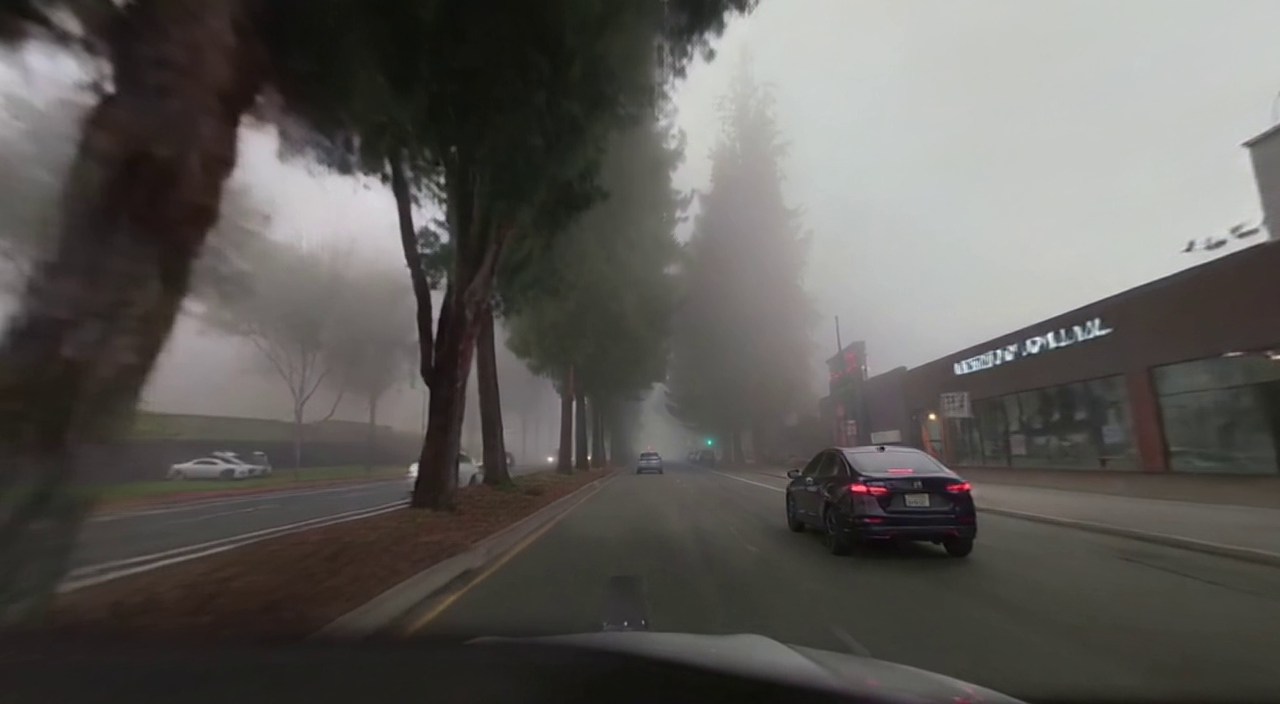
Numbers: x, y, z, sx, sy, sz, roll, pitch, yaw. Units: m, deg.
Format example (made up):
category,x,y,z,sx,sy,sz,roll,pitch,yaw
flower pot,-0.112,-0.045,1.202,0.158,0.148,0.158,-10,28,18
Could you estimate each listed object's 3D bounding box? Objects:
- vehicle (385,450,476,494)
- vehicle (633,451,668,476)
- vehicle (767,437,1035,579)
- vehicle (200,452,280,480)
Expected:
category,x,y,z,sx,sy,sz,roll,pitch,yaw
vehicle,-8.042,4.612,24.650,1.958,1.487,4.451,0,-8,1
vehicle,0.594,6.465,36.679,1.945,1.343,3.827,0,-8,0
vehicle,3.216,1.978,8.854,1.989,1.498,4.050,0,-8,0
vehicle,-26.466,7.542,41.952,1.913,1.678,5.017,0,-8,1
